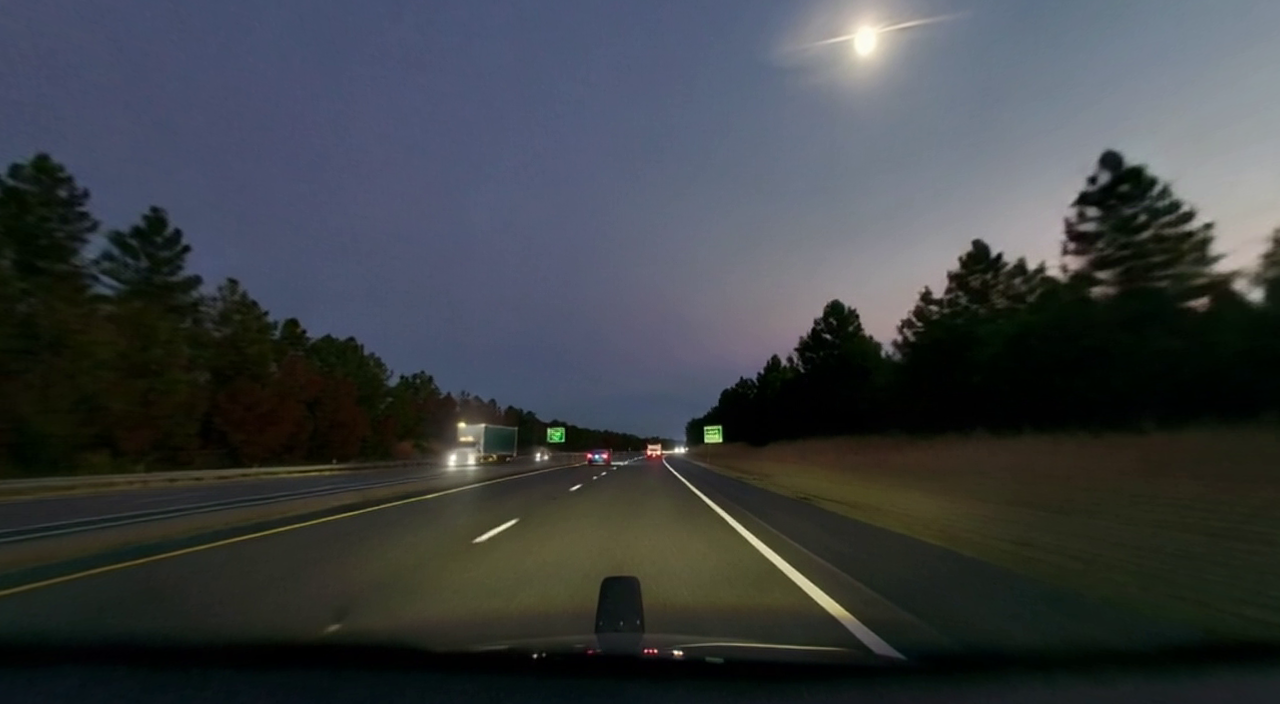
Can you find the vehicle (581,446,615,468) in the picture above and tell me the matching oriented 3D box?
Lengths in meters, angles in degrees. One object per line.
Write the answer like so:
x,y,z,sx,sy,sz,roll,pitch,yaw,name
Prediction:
-3.037,7.686,46.372,2.088,1.586,4.000,0,-9,2,vehicle
